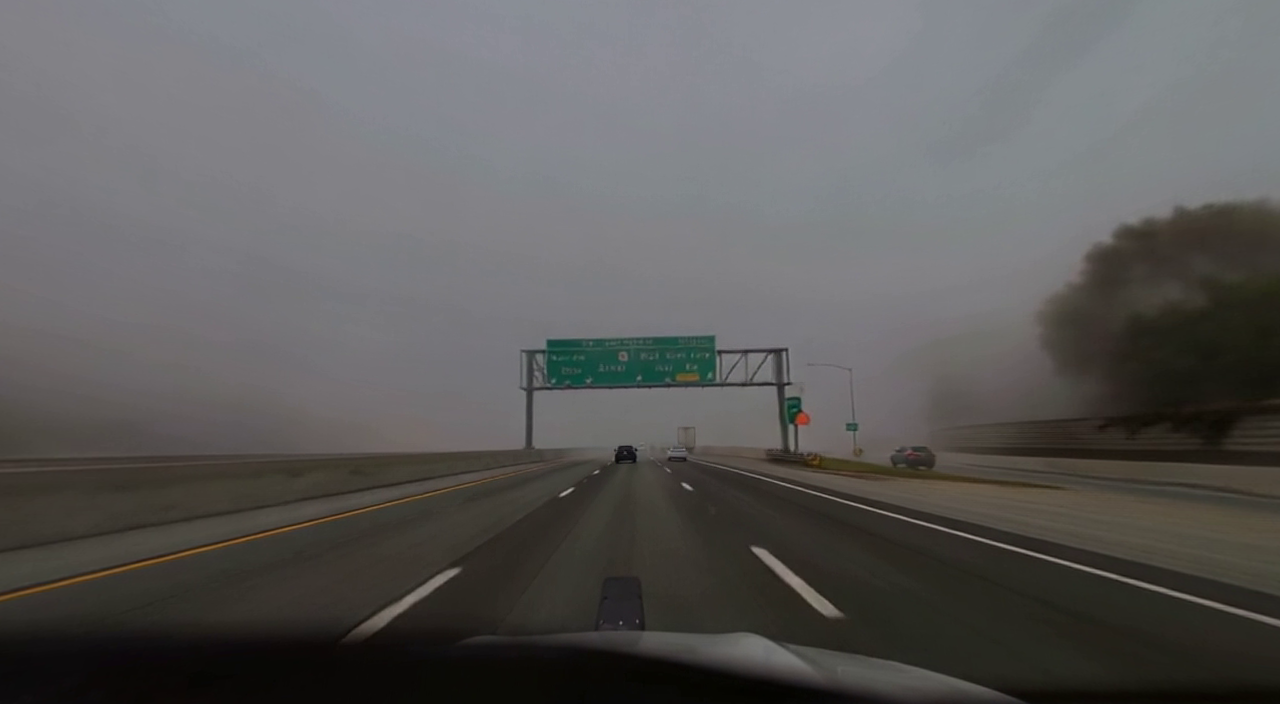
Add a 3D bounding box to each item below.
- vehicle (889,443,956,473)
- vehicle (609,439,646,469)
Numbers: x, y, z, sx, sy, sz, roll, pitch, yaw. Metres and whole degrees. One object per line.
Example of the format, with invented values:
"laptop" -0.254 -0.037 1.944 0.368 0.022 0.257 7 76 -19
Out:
"vehicle" 15.601 5.860 35.098 1.867 1.563 4.436 -1 -9 3
"vehicle" -0.748 6.213 38.720 2.121 1.739 4.087 0 -9 0
